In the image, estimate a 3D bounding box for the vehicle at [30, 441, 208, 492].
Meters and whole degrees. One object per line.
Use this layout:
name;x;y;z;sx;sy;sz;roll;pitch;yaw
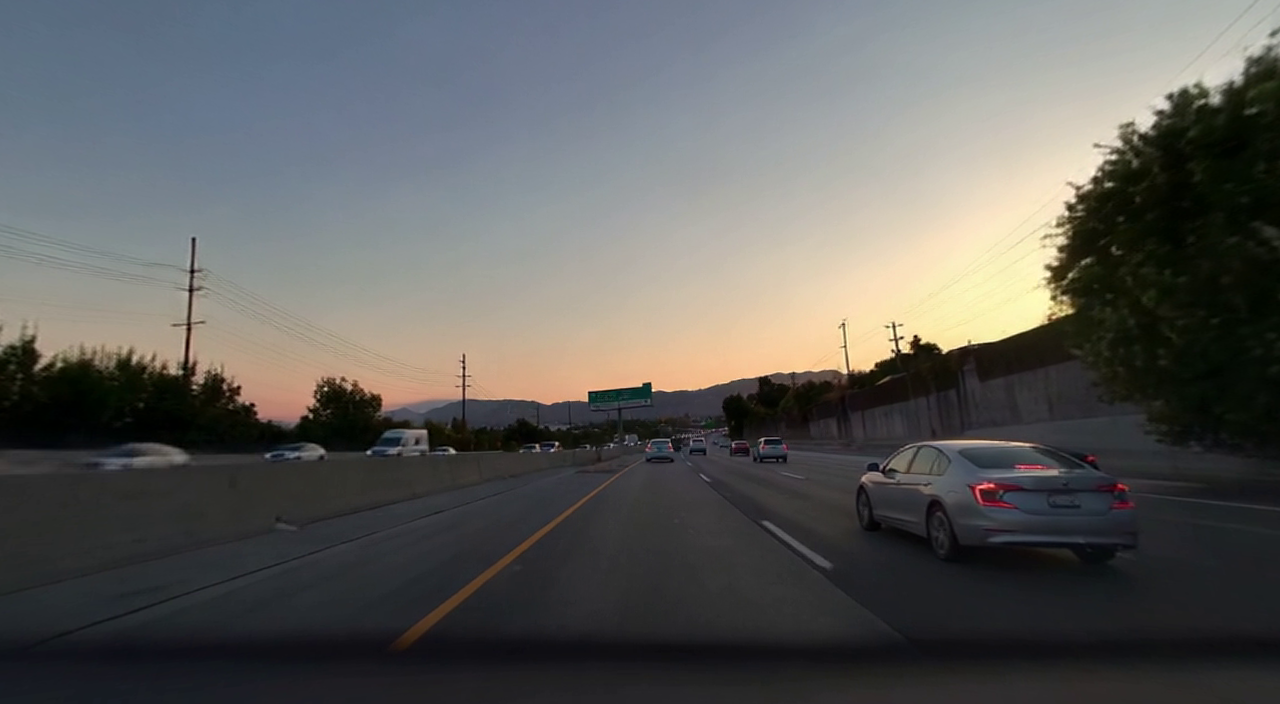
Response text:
vehicle;-16.851;3.692;20.787;1.926;1.466;4.530;0;-8;2

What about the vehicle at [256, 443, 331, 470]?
vehicle;-20.507;6.203;37.556;1.856;1.503;4.367;0;-8;2

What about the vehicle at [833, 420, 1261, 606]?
vehicle;3.958;1.622;7.331;1.986;1.478;4.429;0;-8;0

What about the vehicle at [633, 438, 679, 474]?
vehicle;0.727;4.933;30.177;2.042;1.581;3.769;0;-8;1

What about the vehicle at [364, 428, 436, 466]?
vehicle;-16.338;6.527;43.355;2.354;2.415;5.937;0;-8;3

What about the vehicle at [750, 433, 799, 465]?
vehicle;8.240;6.009;39.084;2.041;1.821;4.562;0;-8;0

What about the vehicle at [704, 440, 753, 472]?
vehicle;4.362;5.192;31.727;1.936;1.465;4.060;0;-8;1
